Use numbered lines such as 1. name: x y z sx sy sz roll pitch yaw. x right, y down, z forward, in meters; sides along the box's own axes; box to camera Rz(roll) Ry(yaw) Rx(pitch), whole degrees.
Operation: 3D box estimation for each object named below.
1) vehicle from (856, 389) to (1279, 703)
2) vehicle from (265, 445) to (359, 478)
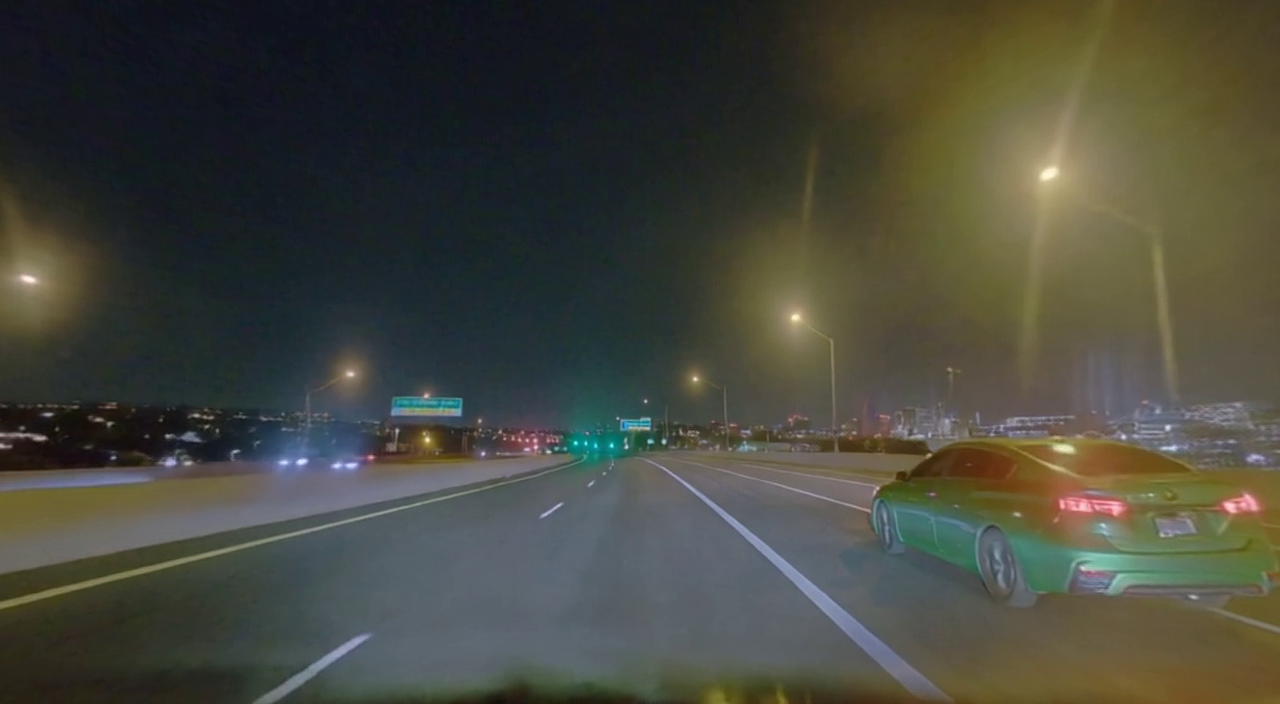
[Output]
1. vehicle: 3.677 1.297 5.172 2.104 1.575 4.698 0 -9 -1
2. vehicle: -24.050 8.022 46.739 2.931 2.148 7.601 0 -9 -1
